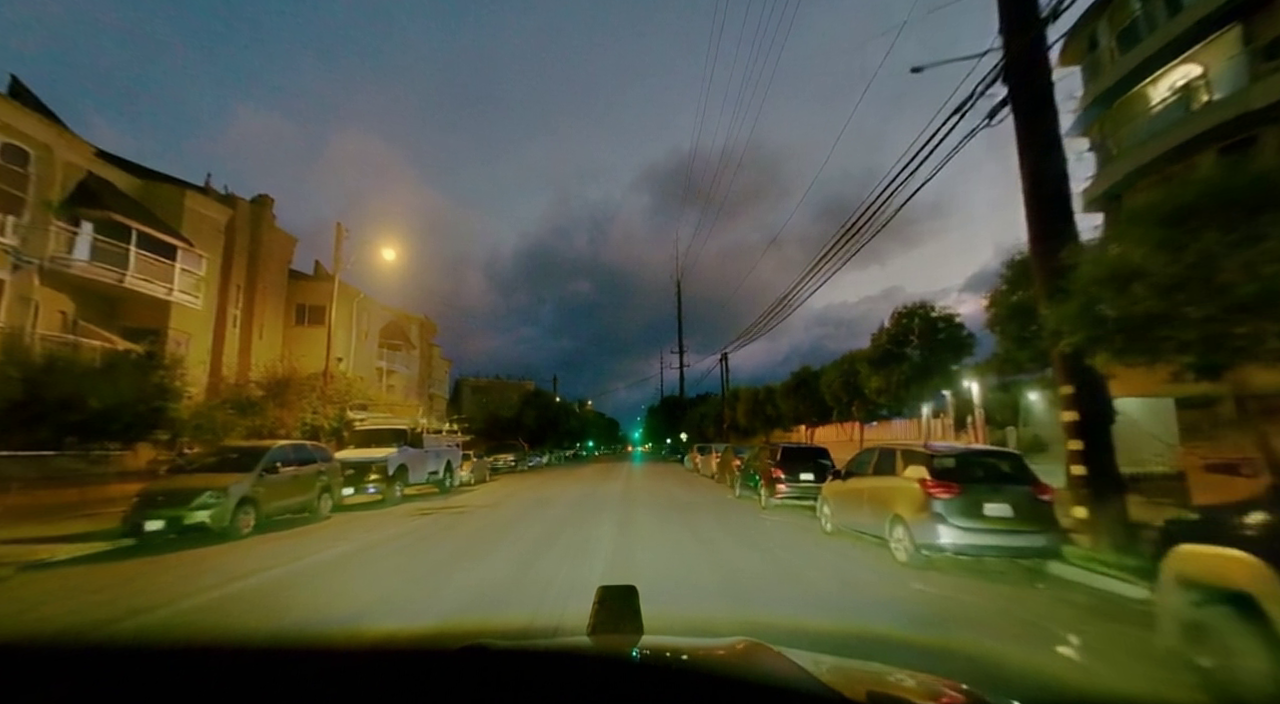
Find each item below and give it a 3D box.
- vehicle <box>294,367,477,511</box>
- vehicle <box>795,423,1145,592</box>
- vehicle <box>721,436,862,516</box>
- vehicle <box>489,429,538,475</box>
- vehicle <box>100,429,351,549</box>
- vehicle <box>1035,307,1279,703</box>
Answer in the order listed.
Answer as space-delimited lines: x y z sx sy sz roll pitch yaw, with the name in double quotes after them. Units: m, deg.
-7.523 2.756 19.909 2.901 3.610 6.707 -3 -9 1 "vehicle"
3.677 1.812 8.287 2.028 1.555 4.595 0 -9 -1 "vehicle"
3.338 2.841 15.072 2.057 1.554 4.905 0 -9 -1 "vehicle"
-7.195 5.749 36.411 1.889 2.463 4.142 0 -9 1 "vehicle"
-7.707 2.550 12.461 1.955 1.804 4.523 -3 -9 -1 "vehicle"
3.676 0.613 1.473 2.185 1.888 4.724 0 -9 -4 "vehicle"
